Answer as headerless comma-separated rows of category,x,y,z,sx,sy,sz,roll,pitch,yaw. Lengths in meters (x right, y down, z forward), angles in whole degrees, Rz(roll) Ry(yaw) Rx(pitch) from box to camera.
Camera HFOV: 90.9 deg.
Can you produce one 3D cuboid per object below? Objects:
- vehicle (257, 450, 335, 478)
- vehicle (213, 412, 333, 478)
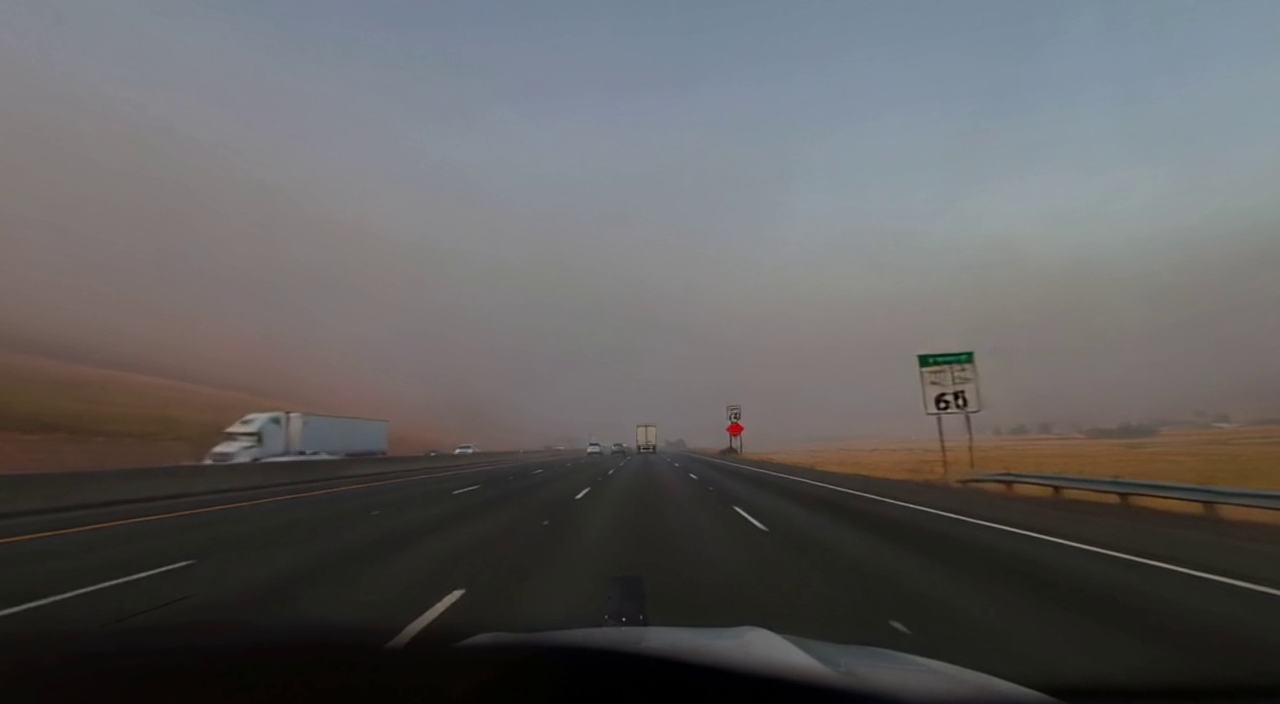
vehicle,-20.570,6.688,37.968,2.045,1.486,4.765,0,-8,0
vehicle,-24.584,6.307,42.965,3.001,4.041,8.386,0,-8,0
